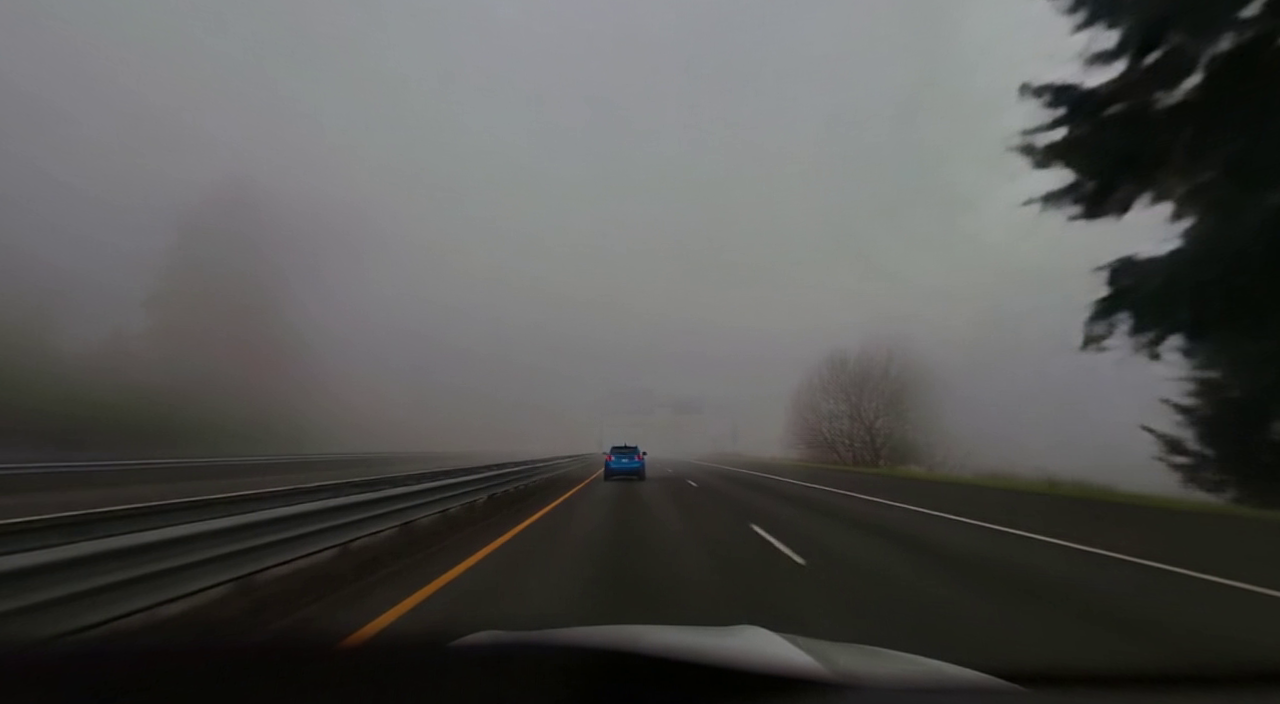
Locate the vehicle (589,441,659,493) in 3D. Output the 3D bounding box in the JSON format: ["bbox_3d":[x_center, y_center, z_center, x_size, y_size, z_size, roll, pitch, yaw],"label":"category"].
[{"bbox_3d":[-0.485,3.708,20.756,2.069,1.523,4.012,0,-9,0],"label":"vehicle"}]
